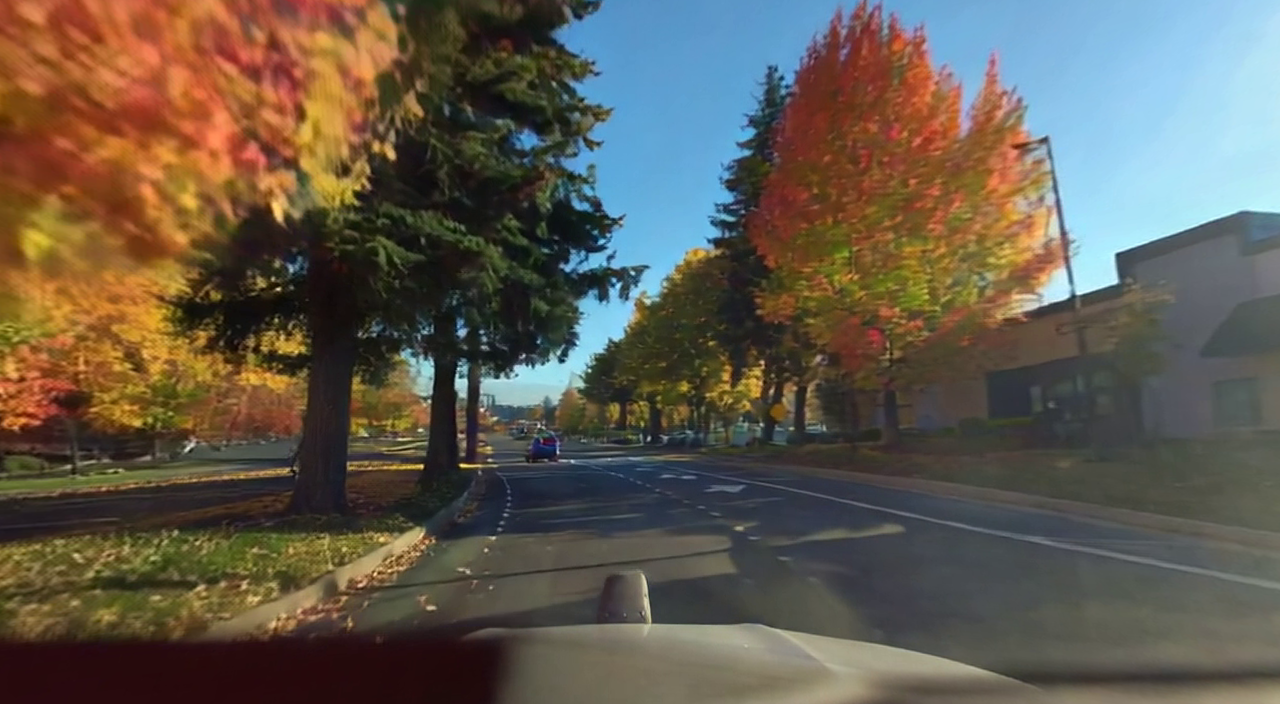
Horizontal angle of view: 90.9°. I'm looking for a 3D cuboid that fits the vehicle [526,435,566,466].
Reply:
[{"bbox_3d":[-6.087,6.265,40.415,2.146,1.814,5.110,2,-8,-13],"label":"vehicle"}]
